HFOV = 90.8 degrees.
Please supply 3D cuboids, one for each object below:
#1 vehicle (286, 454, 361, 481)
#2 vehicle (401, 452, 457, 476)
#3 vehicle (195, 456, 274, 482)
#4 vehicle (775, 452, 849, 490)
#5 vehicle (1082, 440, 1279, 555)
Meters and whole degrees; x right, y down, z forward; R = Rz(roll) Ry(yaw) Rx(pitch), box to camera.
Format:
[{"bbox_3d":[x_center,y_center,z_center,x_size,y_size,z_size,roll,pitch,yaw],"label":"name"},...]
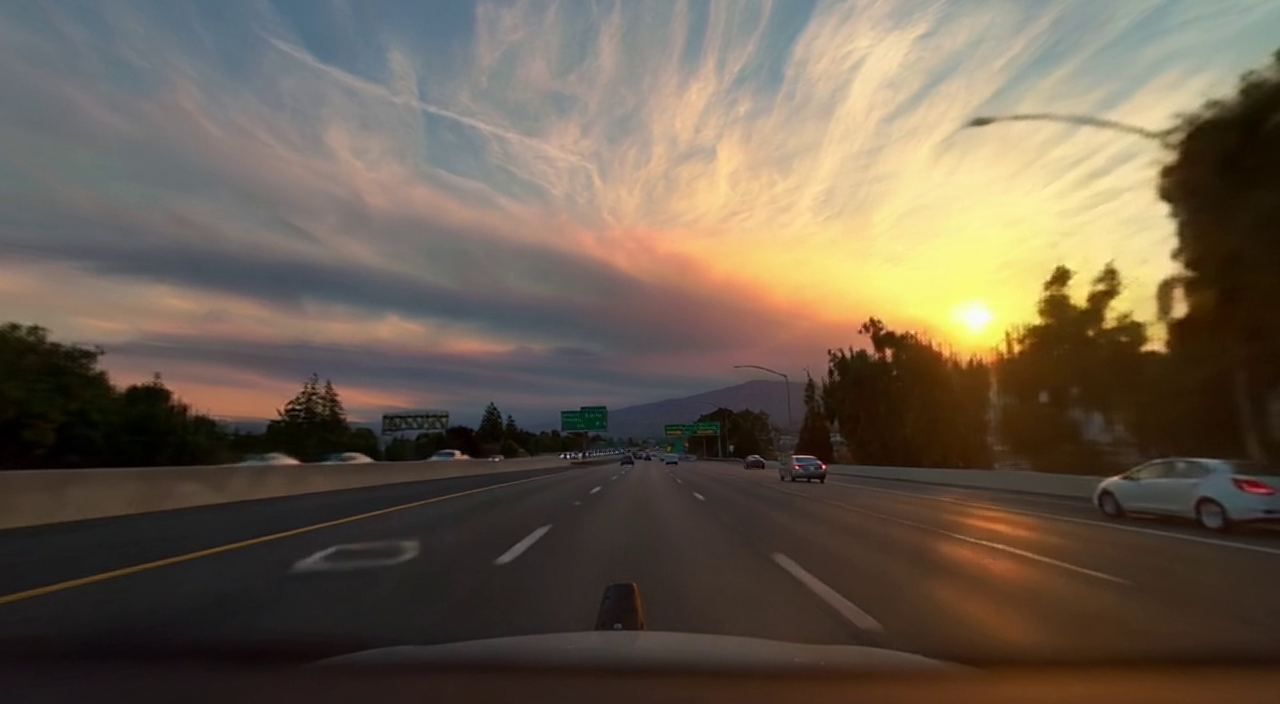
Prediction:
[{"bbox_3d":[-18.511,6.754,37.215,1.932,1.481,4.700,0,-9,1],"label":"vehicle"},{"bbox_3d":[-15.022,7.941,45.204,2.188,1.607,4.820,0,-9,2],"label":"vehicle"},{"bbox_3d":[-25.170,7.246,39.444,1.947,1.473,4.494,0,-9,0],"label":"vehicle"},{"bbox_3d":[7.553,5.263,28.275,1.861,1.500,4.860,0,-9,-1],"label":"vehicle"},{"bbox_3d":[10.354,2.401,10.994,2.090,1.643,4.513,0,-9,1],"label":"vehicle"}]
